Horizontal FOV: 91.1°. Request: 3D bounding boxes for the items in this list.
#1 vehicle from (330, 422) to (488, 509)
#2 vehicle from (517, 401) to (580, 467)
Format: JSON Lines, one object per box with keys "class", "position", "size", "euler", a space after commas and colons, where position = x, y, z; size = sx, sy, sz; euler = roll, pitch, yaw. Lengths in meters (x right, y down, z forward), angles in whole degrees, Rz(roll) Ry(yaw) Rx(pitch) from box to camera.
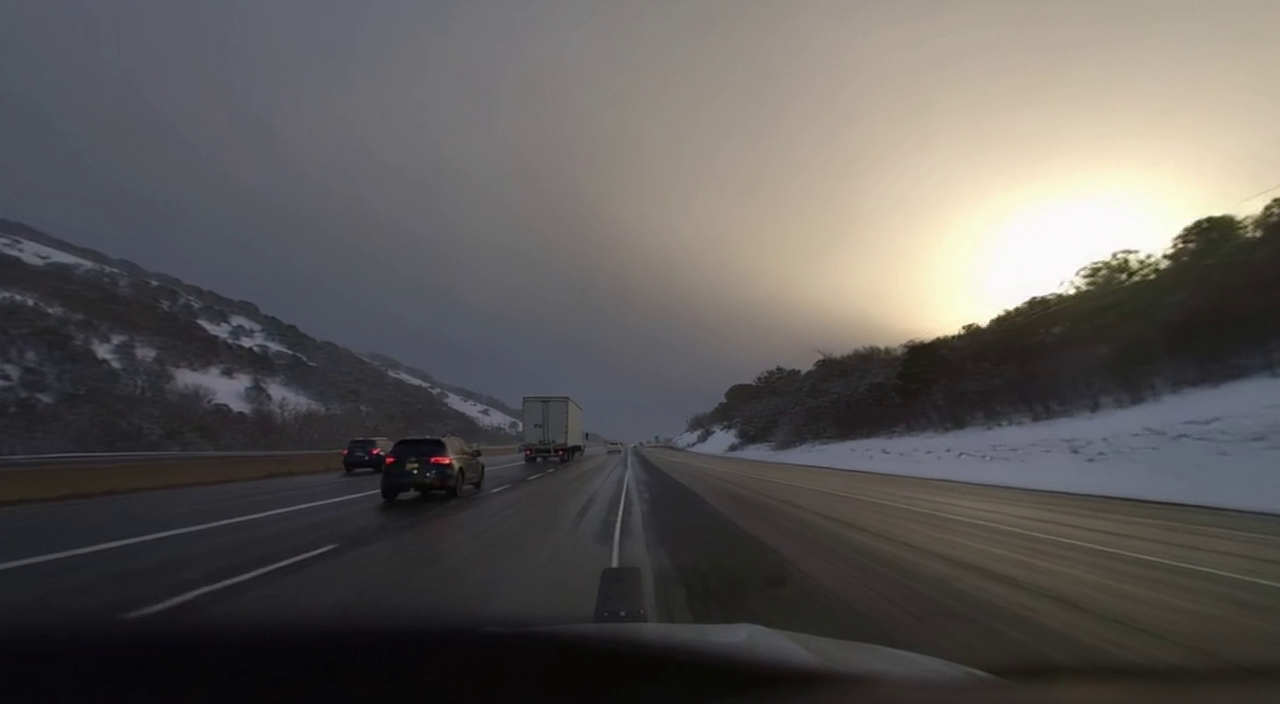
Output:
{"class": "vehicle", "position": [-5.176, 2.614, 14.858], "size": [2.099, 1.734, 4.413], "euler": [0, -8, -1]}
{"class": "vehicle", "position": [-5.929, 5.637, 42.558], "size": [2.981, 3.860, 11.022], "euler": [1, -8, -2]}
